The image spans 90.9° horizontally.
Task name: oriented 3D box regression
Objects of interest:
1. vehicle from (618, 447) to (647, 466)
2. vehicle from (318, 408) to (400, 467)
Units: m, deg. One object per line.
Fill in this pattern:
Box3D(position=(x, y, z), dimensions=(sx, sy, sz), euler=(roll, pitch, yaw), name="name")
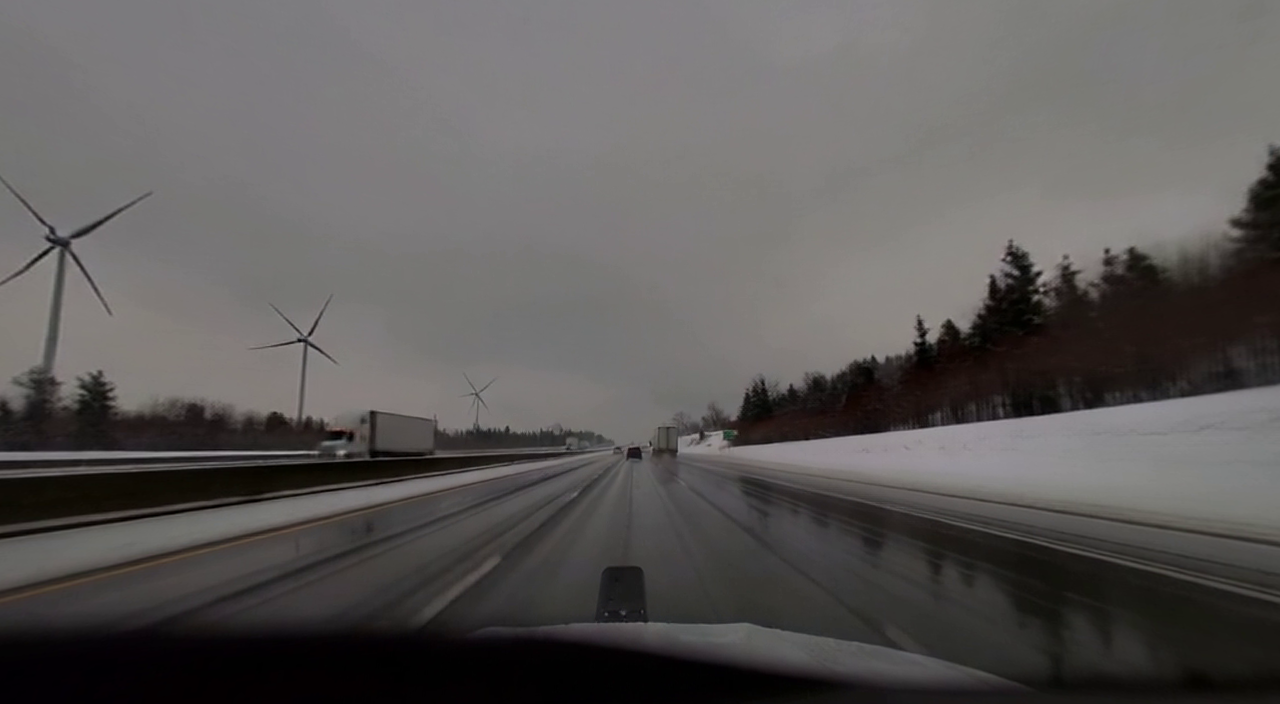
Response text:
Box3D(position=(-0.606, 8.222, 49.566), dimensions=(2.209, 1.453, 3.695), euler=(0, -9, -1), name="vehicle")
Box3D(position=(-19.042, 5.911, 43.170), dimensions=(2.983, 3.701, 5.845), euler=(0, -9, -2), name="vehicle")
